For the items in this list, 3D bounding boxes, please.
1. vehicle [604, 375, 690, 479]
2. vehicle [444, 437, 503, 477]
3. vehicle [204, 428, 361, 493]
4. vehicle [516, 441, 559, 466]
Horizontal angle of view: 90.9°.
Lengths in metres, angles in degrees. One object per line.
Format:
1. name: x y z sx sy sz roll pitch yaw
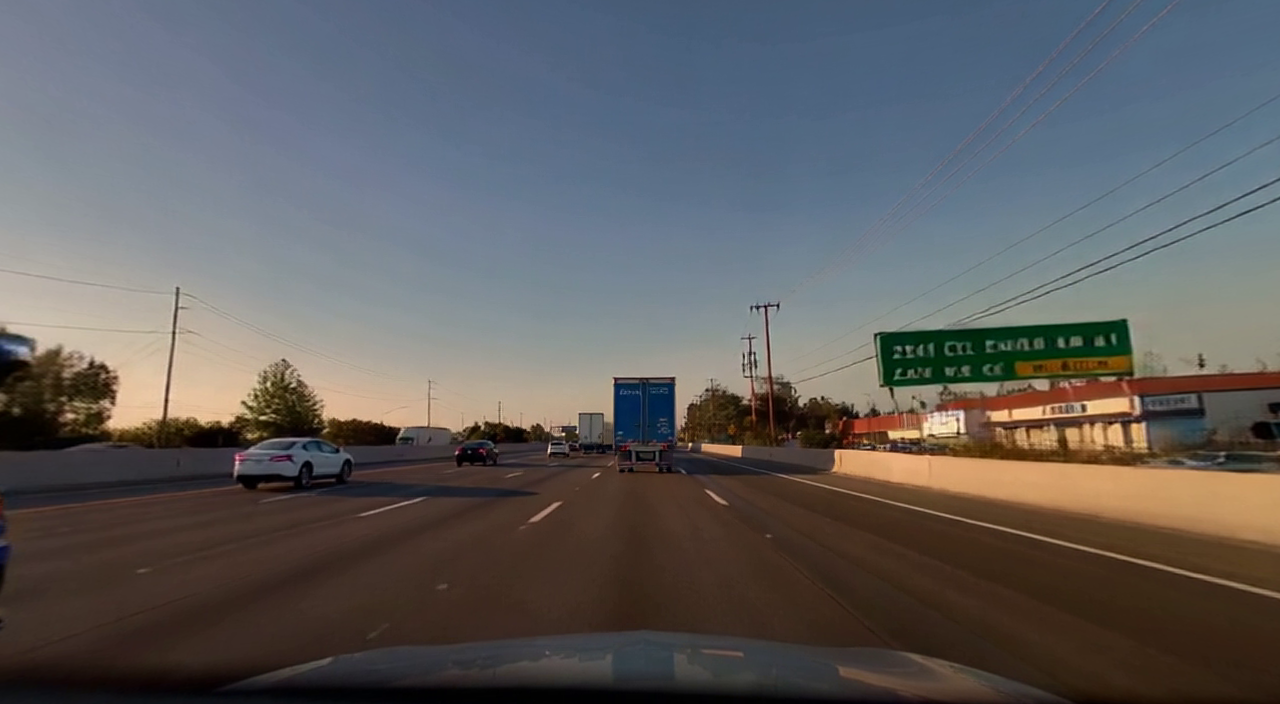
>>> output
1. vehicle: 0.177 3.318 26.853 2.941 3.604 9.851 0 -9 -1
2. vehicle: -6.971 4.419 26.671 1.736 1.580 2.778 0 -9 0
3. vehicle: -10.921 3.357 19.801 2.046 1.779 4.752 0 -9 1
4. vehicle: -6.163 6.164 38.430 1.933 1.459 4.478 0 -9 -1
